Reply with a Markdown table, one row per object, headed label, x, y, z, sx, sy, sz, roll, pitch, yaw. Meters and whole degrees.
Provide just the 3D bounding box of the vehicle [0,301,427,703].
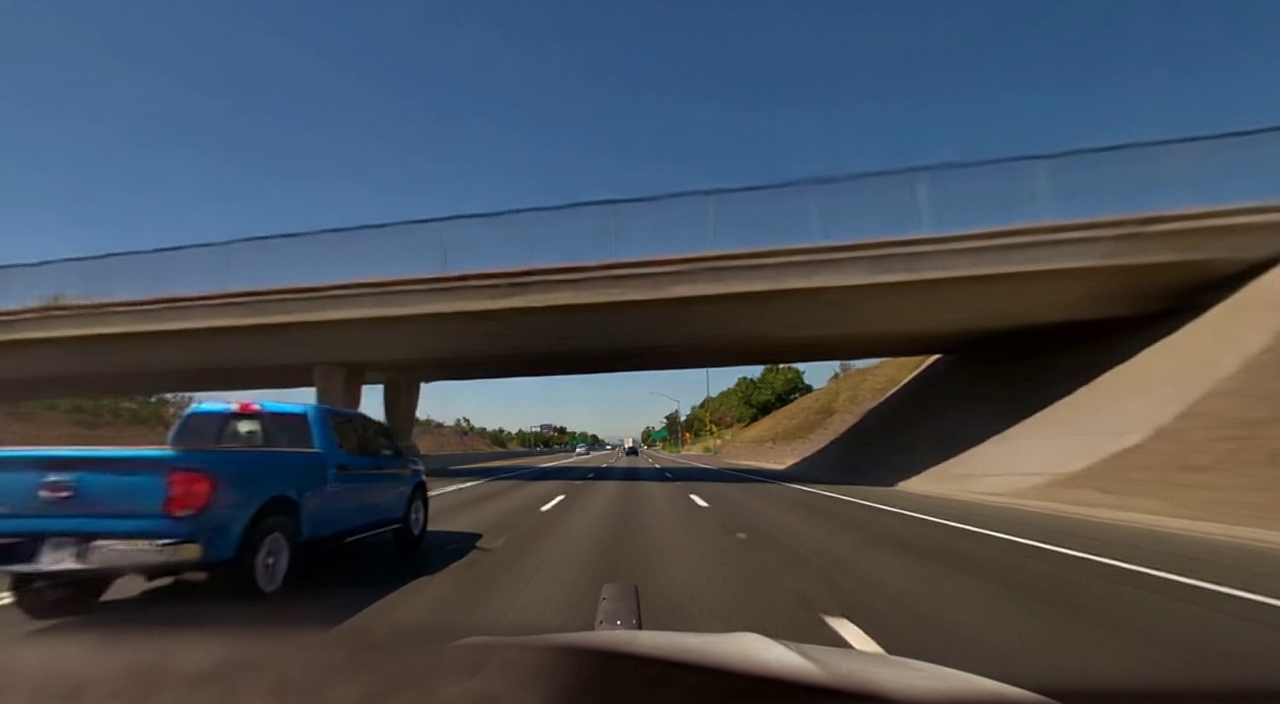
| label | x | y | z | sx | sy | sz | roll | pitch | yaw |
| --- | --- | --- | --- | --- | --- | --- | --- | --- | --- |
| vehicle | -4.203 | 1.178 | 5.585 | 2.529 | 2.003 | 5.904 | 0 | -9 | 0 |
